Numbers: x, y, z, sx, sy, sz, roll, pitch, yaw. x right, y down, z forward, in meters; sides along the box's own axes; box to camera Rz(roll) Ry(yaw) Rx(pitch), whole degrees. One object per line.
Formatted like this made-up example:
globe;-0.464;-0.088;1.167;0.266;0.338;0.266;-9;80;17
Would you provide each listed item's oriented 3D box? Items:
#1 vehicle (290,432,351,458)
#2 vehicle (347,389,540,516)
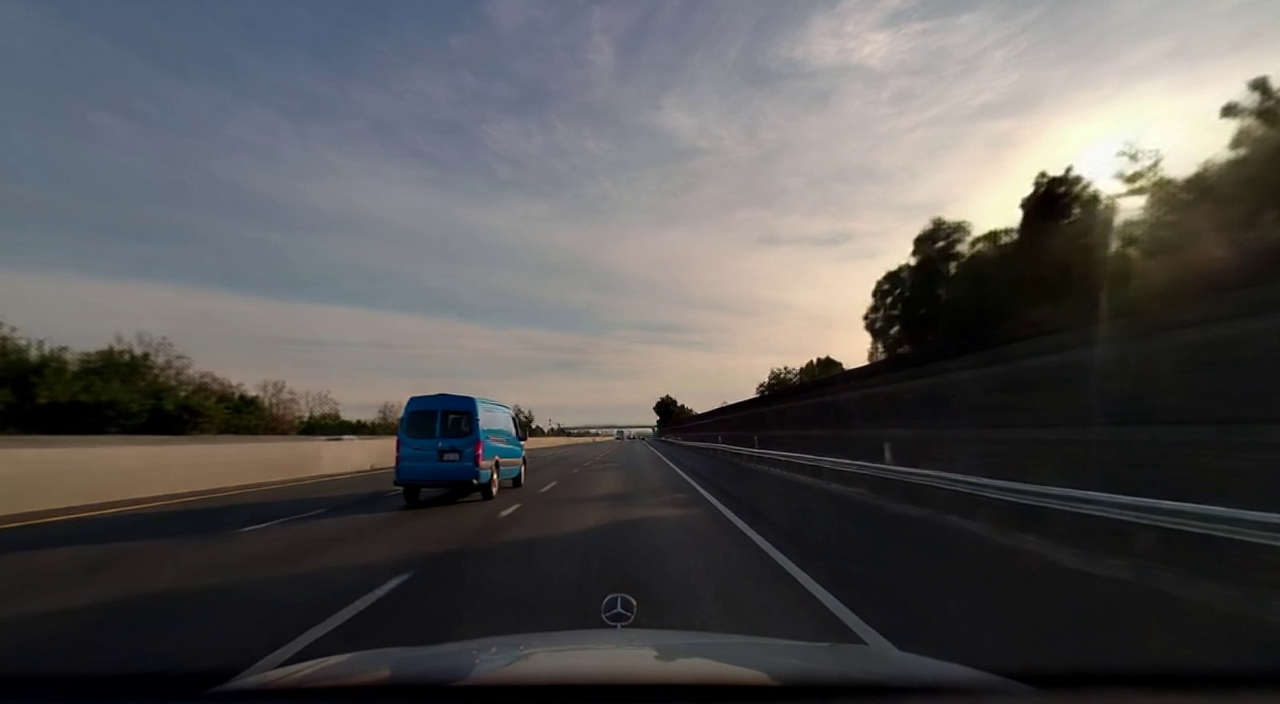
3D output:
vehicle;-23.959;6.977;47.389;2.032;1.837;4.735;0;-8;1
vehicle;-3.605;1.971;12.768;2.309;2.053;4.884;0;-8;0
